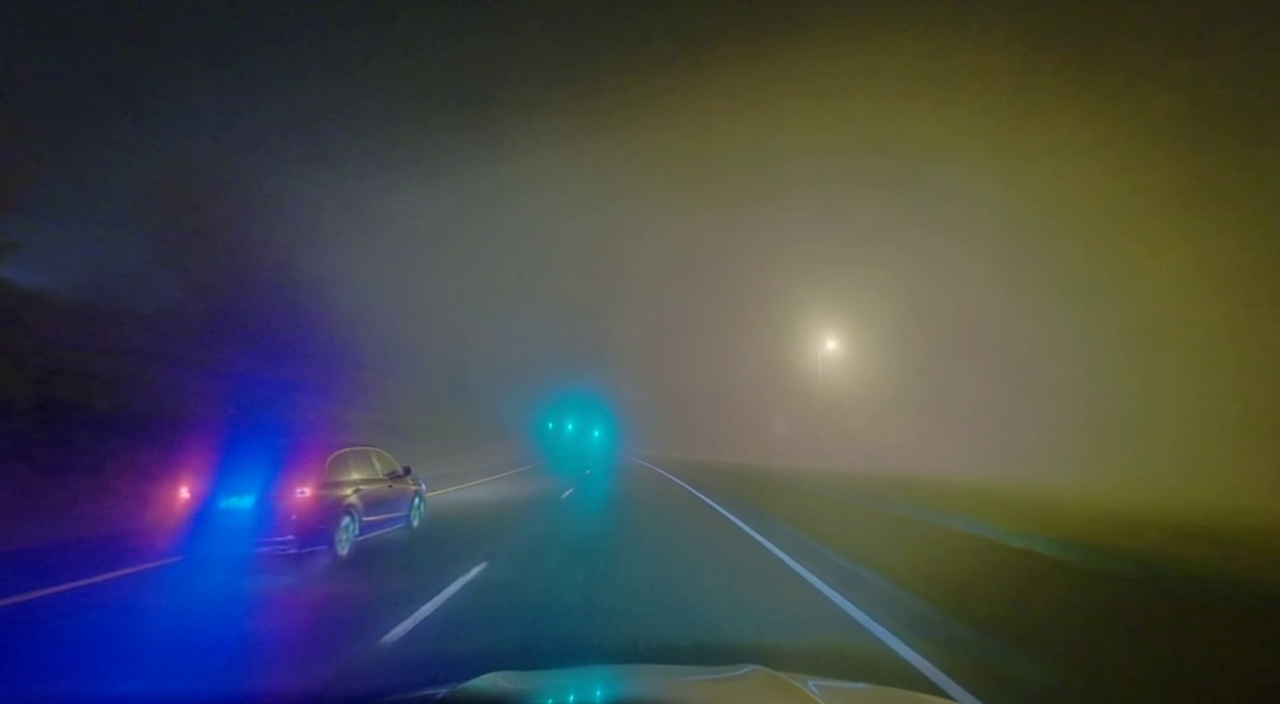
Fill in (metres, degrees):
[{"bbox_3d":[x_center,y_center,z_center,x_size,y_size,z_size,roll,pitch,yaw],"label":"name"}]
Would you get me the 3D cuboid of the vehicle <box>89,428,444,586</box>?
[{"bbox_3d":[-4.319,1.833,8.387,1.968,1.503,4.443,0,-8,0],"label":"vehicle"}]
